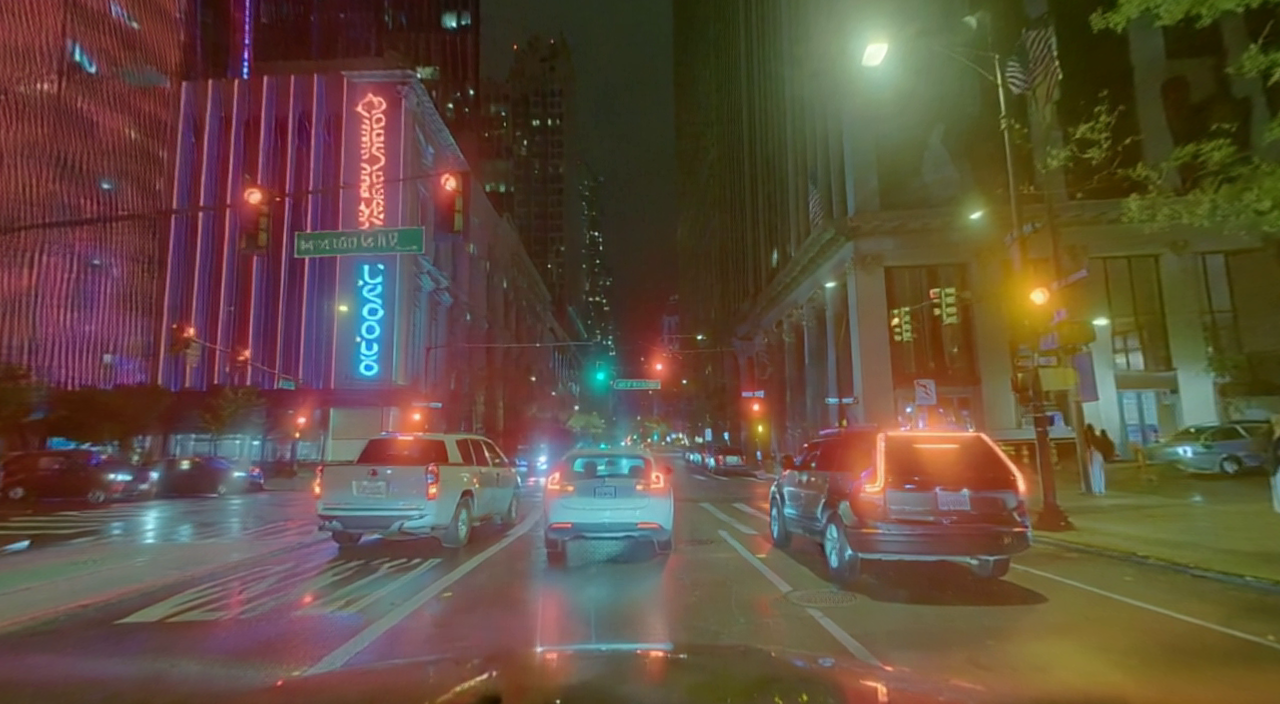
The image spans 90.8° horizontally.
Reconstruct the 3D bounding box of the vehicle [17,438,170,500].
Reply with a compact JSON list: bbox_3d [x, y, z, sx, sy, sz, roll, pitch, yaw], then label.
[{"bbox_3d":[-30.886,6.566,35.909,5.896,3.276,2.809,1,-8,0],"label":"vehicle"}]

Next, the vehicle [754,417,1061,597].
[{"bbox_3d":[3.039,1.860,8.599,2.072,1.735,4.759,0,-8,0],"label":"vehicle"}]

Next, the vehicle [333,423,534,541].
[{"bbox_3d":[-3.694,2.433,12.642,2.190,1.840,5.272,0,-8,0],"label":"vehicle"}]

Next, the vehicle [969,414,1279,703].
[{"bbox_3d":[2.734,0.809,1.095,1.902,1.454,4.540,0,-8,0],"label":"vehicle"}]

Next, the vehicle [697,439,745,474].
[{"bbox_3d":[5.656,7.388,45.000,2.420,2.300,5.313,0,-8,-3],"label":"vehicle"}]

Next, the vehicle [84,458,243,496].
[{"bbox_3d":[-20.059,5.261,26.739,5.153,1.449,1.966,0,-8,1],"label":"vehicle"}]

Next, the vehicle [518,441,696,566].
[{"bbox_3d":[-0.411,2.098,9.571,2.092,1.454,4.132,0,-8,-1],"label":"vehicle"}]
